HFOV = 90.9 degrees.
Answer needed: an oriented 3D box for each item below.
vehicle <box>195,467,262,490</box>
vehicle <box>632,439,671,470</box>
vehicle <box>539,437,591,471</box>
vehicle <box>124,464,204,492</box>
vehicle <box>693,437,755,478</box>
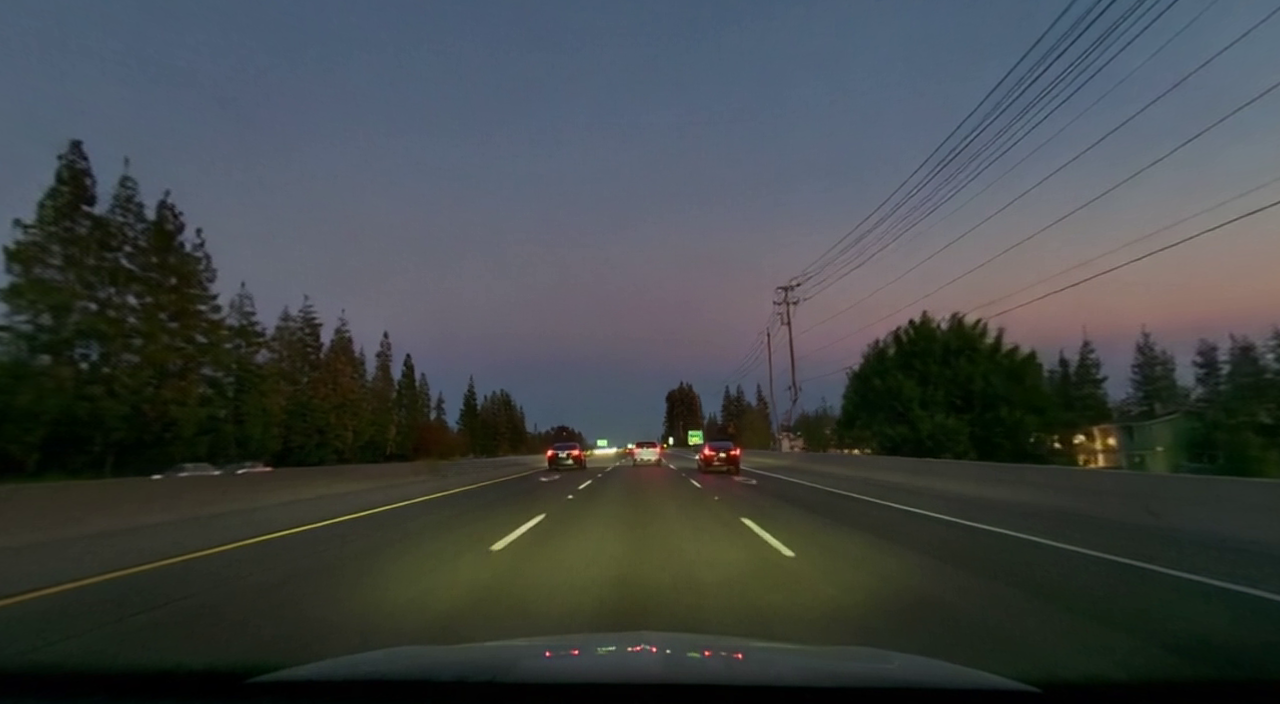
[{"bbox_3d":[-31.532,9.660,48.456,1.850,1.517,4.820,0,-8,0],"label":"vehicle"},{"bbox_3d":[0.593,5.625,34.834,2.049,1.620,4.153,0,-8,0],"label":"vehicle"},{"bbox_3d":[-4.078,5.669,35.197,2.217,1.773,4.553,0,-8,1],"label":"vehicle"},{"bbox_3d":[-35.960,9.483,47.850,2.088,1.840,4.956,0,-8,1],"label":"vehicle"},{"bbox_3d":[3.414,4.344,26.247,1.996,1.579,3.841,0,-8,-1],"label":"vehicle"}]
